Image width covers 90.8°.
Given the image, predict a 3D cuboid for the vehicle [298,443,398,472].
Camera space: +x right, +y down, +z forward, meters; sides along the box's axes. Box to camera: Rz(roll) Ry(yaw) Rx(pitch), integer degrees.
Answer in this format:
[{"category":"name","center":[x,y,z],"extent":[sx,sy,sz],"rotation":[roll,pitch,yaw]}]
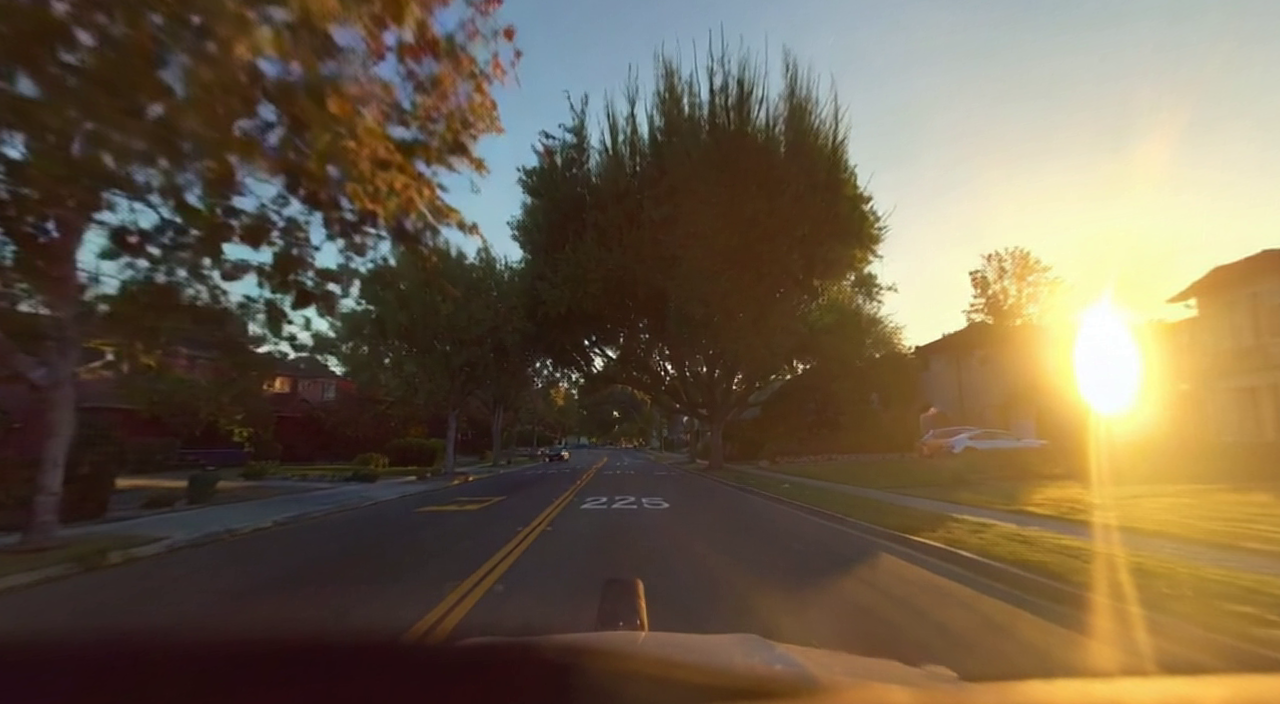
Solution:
[{"category":"vehicle","center":[-15.455,5.625,33.657],"extent":[4.388,1.449,1.882],"rotation":[0,-9,-3]}]

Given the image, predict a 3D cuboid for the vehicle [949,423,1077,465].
[{"category":"vehicle","center":[15.845,3.933,26.987],"extent":[4.198,1.697,1.984],"rotation":[1,-9,-5]}]
